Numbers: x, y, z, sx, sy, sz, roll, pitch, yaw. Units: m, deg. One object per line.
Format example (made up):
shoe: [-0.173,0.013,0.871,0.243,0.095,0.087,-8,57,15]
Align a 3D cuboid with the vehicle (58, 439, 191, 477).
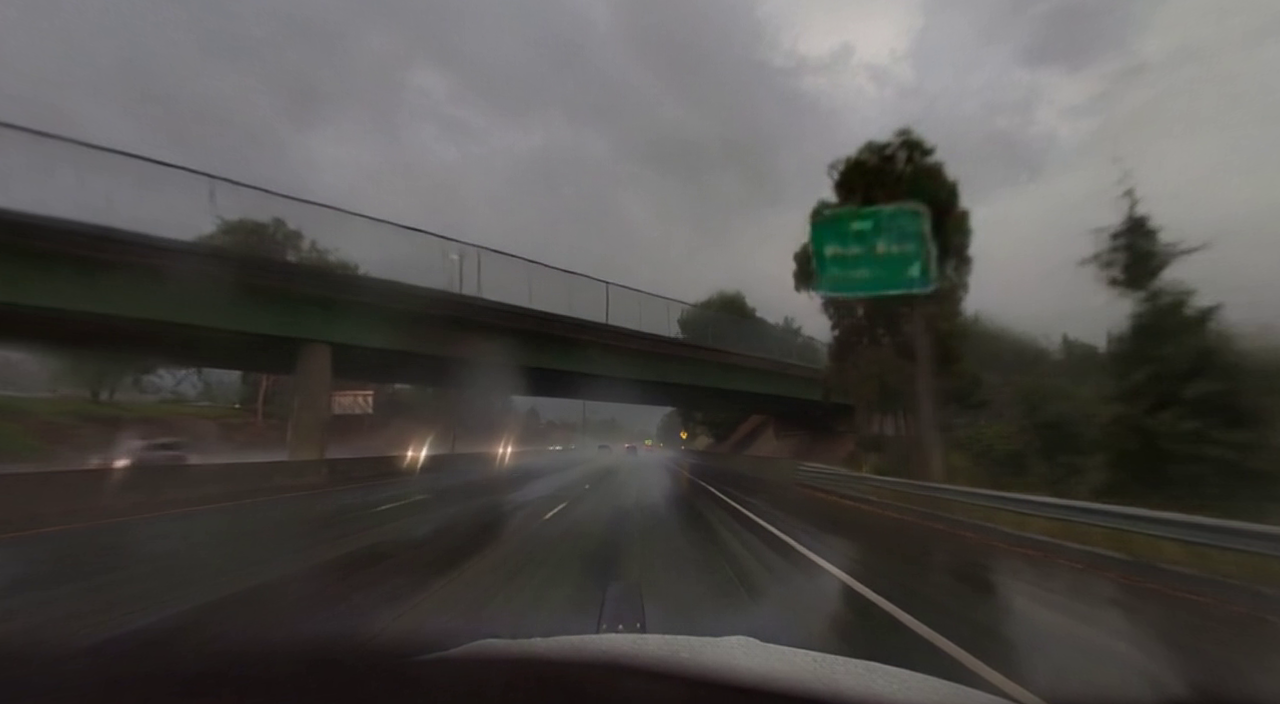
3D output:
vehicle: [-28.702,5.942,35.453,2.284,1.914,6.108,0,-9,1]
